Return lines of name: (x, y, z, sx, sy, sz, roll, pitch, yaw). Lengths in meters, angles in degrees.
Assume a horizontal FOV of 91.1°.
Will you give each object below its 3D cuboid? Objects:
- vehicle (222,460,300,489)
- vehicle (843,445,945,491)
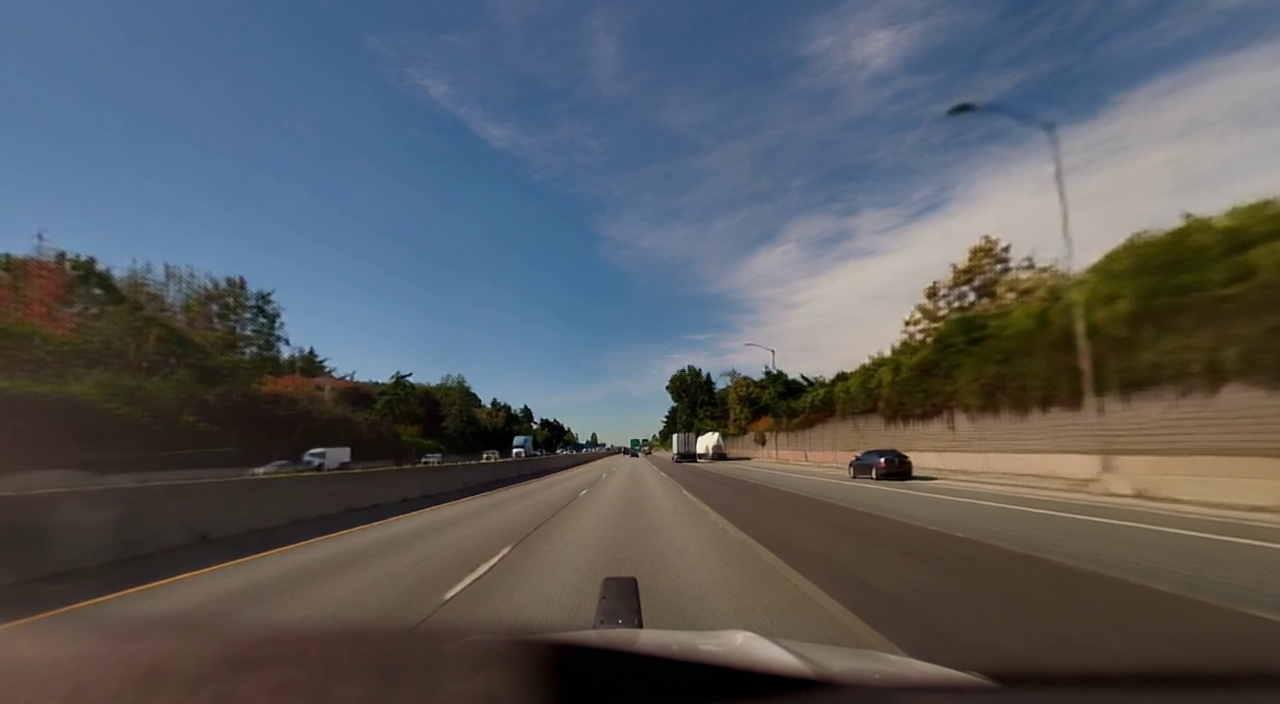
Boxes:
vehicle: (-21.796, 7.016, 36.379, 1.843, 1.460, 4.668, 0, -9, -3)
vehicle: (9.792, 4.487, 24.730, 1.950, 1.632, 4.845, 0, -9, 0)
